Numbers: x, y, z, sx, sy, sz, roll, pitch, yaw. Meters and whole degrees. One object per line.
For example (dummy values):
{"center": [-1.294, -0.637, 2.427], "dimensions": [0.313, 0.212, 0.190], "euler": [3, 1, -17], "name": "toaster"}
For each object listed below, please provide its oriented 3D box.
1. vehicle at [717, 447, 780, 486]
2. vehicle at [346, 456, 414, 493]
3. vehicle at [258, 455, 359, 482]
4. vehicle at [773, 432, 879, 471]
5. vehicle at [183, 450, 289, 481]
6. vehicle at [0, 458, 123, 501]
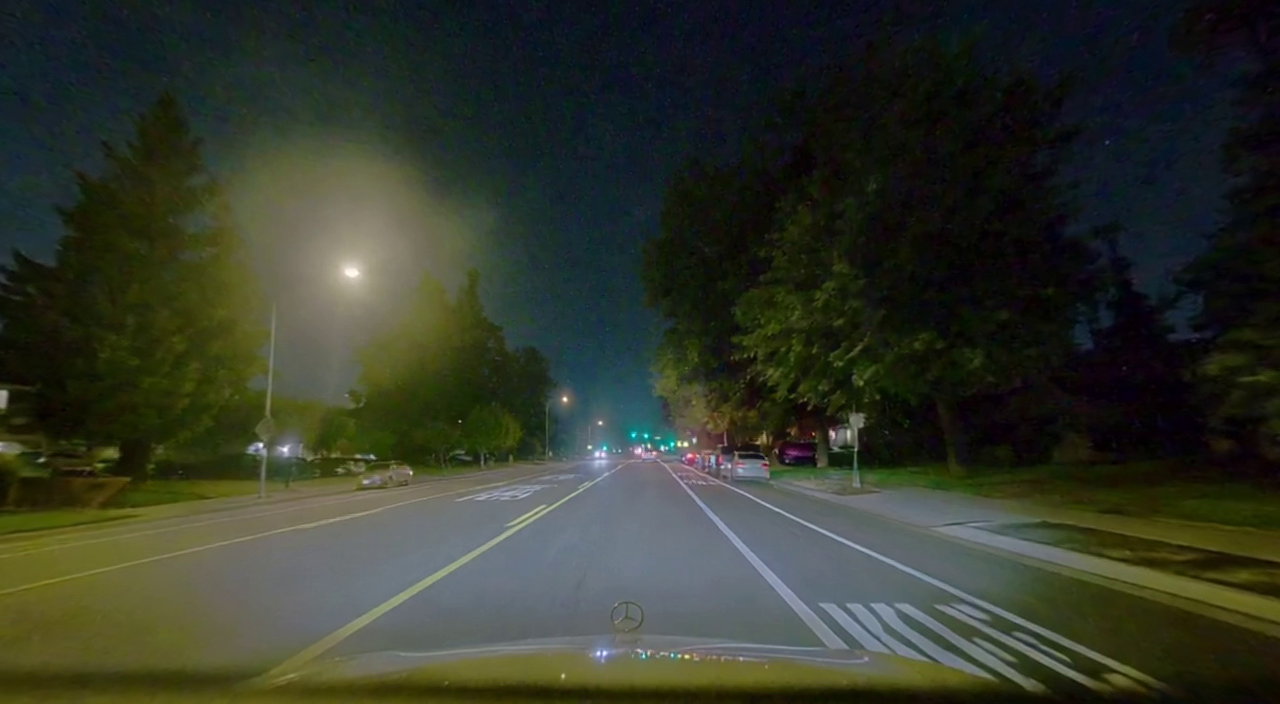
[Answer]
{"center": [4.550, 4.861, 27.027], "dimensions": [1.918, 1.510, 4.323], "euler": [0, -9, 0], "name": "vehicle"}
{"center": [-12.742, 5.989, 31.107], "dimensions": [1.879, 1.491, 3.678], "euler": [-3, -7, -1], "name": "vehicle"}
{"center": [-19.461, 6.872, 37.114], "dimensions": [4.833, 1.500, 1.896], "euler": [0, -9, -1], "name": "vehicle"}
{"center": [11.073, 5.926, 37.713], "dimensions": [5.561, 1.953, 2.150], "euler": [-3, -8, -1], "name": "vehicle"}
{"center": [-25.104, 7.051, 39.236], "dimensions": [5.153, 1.806, 2.136], "euler": [0, -9, 1], "name": "vehicle"}
{"center": [-22.858, 4.787, 23.898], "dimensions": [4.640, 1.490, 2.052], "euler": [0, -9, 2], "name": "vehicle"}
